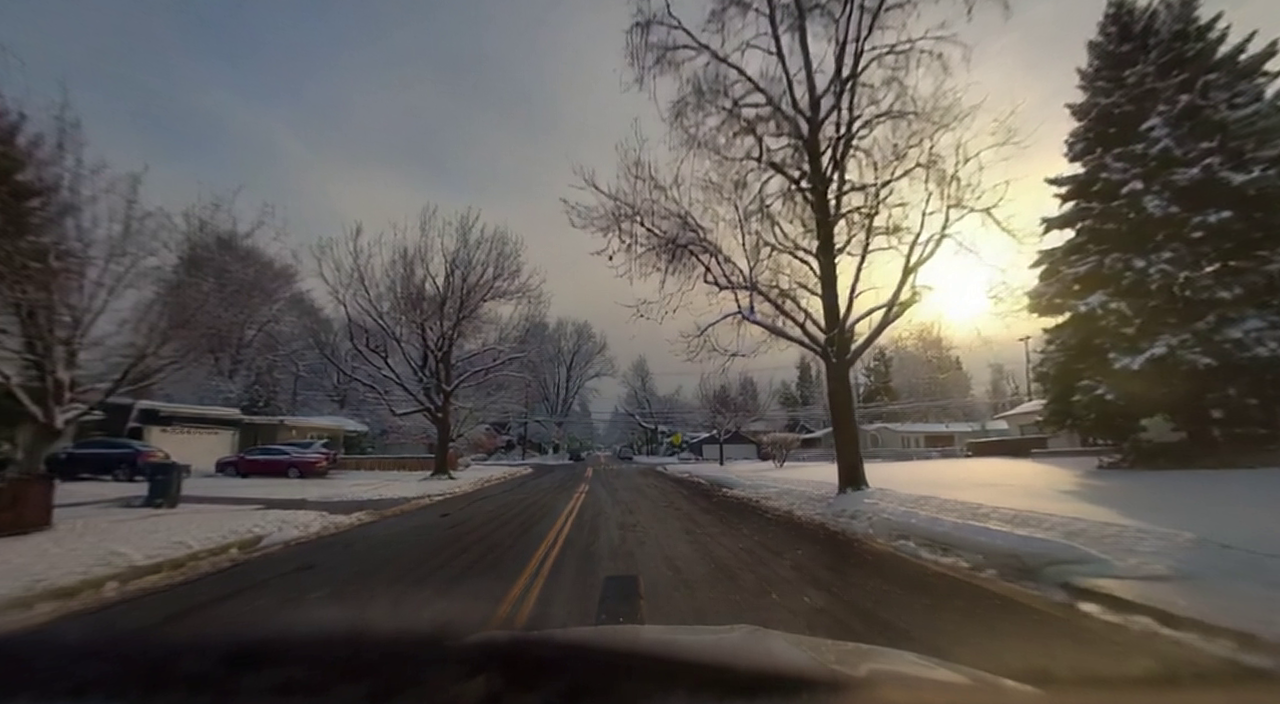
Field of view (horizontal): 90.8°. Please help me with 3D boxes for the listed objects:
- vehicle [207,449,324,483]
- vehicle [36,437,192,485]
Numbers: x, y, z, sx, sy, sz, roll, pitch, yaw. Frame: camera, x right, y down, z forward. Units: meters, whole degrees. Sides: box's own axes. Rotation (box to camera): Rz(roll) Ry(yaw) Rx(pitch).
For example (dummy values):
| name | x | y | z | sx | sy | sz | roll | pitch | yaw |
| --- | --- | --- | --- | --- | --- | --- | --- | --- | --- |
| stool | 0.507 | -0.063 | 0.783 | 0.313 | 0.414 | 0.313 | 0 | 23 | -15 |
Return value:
| name | x | y | z | sx | sy | sz | roll | pitch | yaw |
| --- | --- | --- | --- | --- | --- | --- | --- | --- | --- |
| vehicle | -17.930 | 5.472 | 30.433 | 4.307 | 1.508 | 2.072 | 0 | -9 | -2 |
| vehicle | -21.329 | 4.439 | 25.806 | 4.359 | 1.789 | 2.123 | 0 | -9 | -3 |
